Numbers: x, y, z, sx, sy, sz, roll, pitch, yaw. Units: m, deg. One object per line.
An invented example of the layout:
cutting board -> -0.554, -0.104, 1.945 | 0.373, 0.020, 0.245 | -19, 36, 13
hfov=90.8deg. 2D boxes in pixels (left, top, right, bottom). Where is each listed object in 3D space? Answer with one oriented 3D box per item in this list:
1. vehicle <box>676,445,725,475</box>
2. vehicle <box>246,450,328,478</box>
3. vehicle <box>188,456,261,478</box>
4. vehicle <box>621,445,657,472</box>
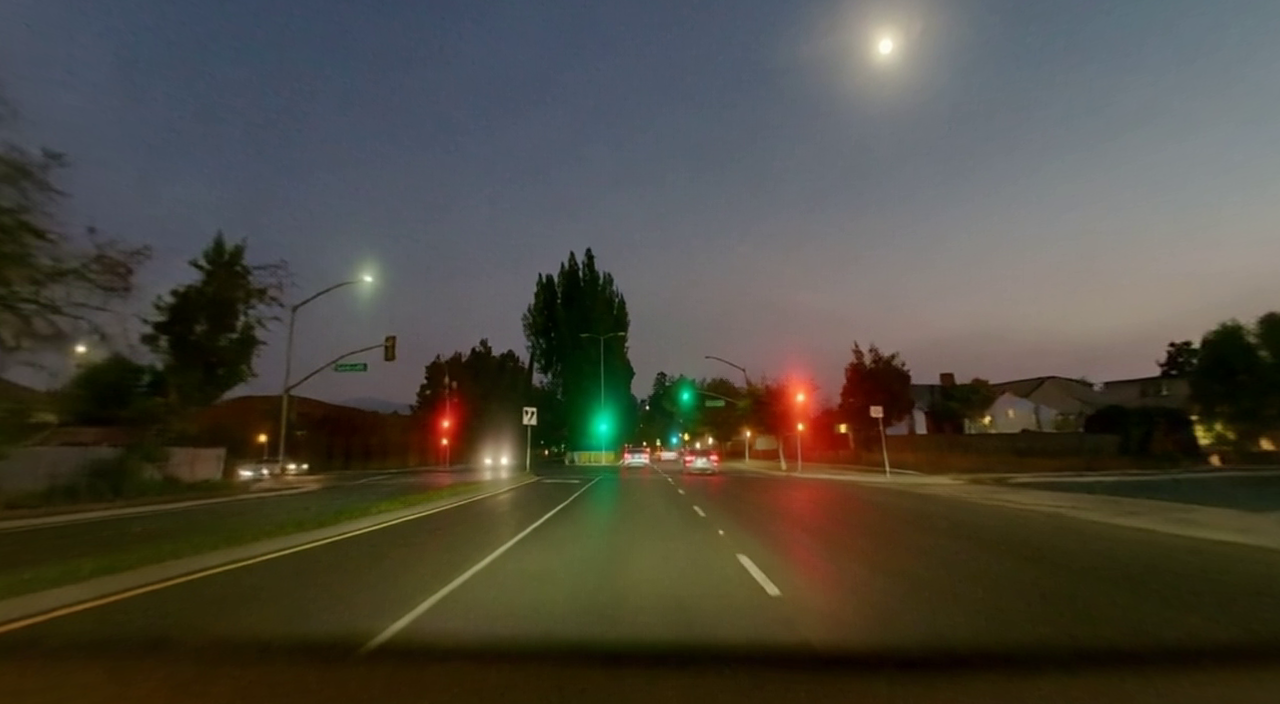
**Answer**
vehicle -> 3.124, 5.661, 33.455 | 2.057, 1.496, 4.401 | 0, -8, -1
vehicle -> -25.113, 8.004, 45.073 | 4.634, 1.840, 2.025 | -1, -10, 2
vehicle -> -31.716, 8.801, 48.249 | 4.427, 1.572, 1.759 | -1, -8, 5
vehicle -> -0.073, 6.262, 37.437 | 2.018, 1.511, 3.993 | 0, -8, 0
